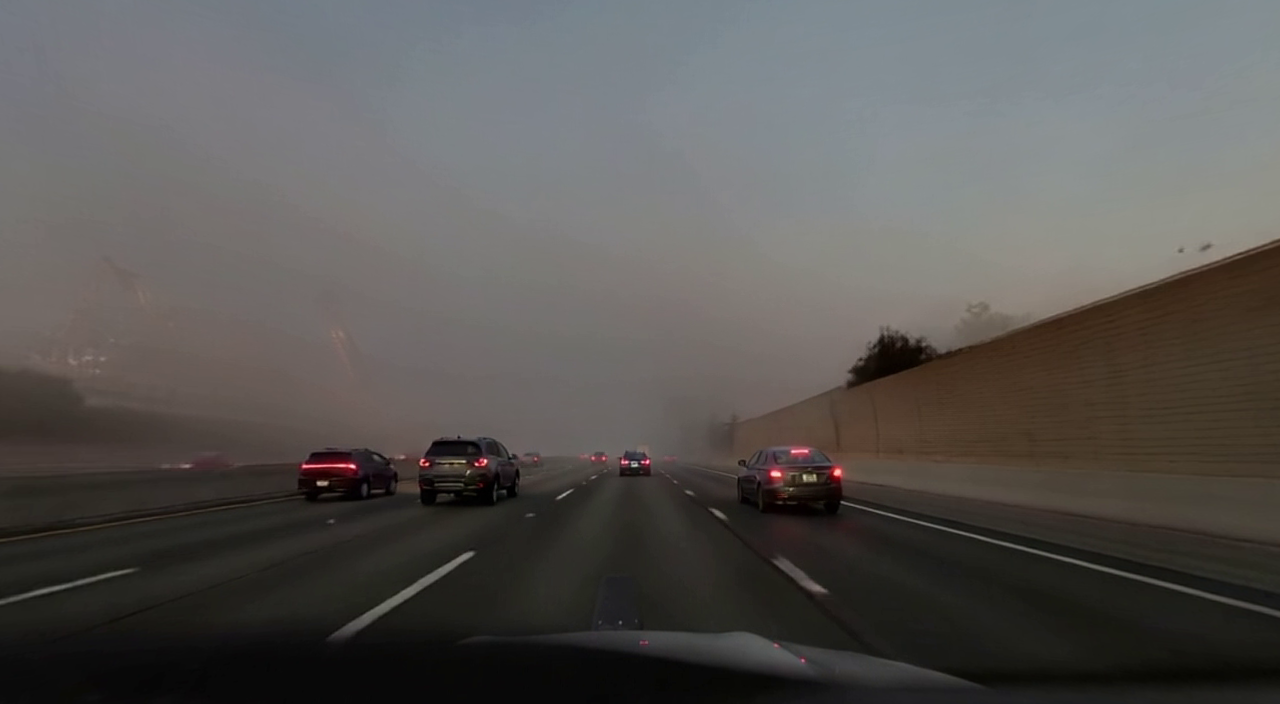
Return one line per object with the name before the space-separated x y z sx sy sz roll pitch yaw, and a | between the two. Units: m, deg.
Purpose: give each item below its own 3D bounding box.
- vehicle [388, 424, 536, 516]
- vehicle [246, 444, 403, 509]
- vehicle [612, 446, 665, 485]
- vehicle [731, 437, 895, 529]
vehicle | -3.852 2.644 14.629 2.121 1.775 4.335 0 -9 0
vehicle | -8.099 3.199 16.778 1.908 1.476 4.342 0 -9 0
vehicle | -0.082 4.666 26.325 2.045 1.452 4.040 0 -9 -1
vehicle | 3.223 2.527 12.845 1.917 1.507 4.540 0 -9 -2
